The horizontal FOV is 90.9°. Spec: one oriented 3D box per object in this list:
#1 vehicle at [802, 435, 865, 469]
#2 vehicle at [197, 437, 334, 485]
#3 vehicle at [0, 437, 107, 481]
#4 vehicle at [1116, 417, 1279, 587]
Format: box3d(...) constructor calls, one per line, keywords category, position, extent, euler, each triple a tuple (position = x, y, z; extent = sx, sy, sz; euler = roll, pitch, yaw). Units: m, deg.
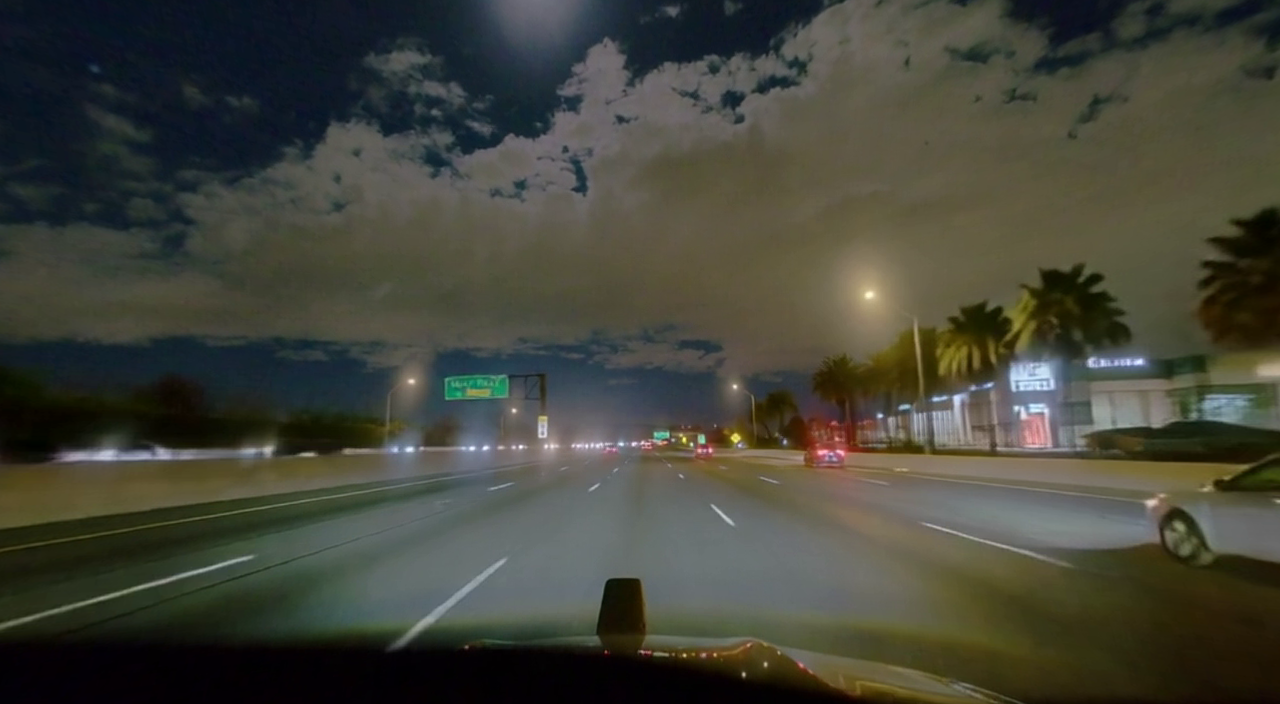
box3d(category="vehicle", position=(11.264, 5.862, 37.073), extent=(2.168, 1.861, 4.678), euler=(0, -8, -1))
box3d(category="vehicle", position=(-12.750, 3.730, 21.876), extent=(1.860, 1.467, 4.559), euler=(0, -8, 2))
box3d(category="vehicle", position=(-22.426, 3.845, 22.942), extent=(1.905, 1.475, 4.731), euler=(0, -8, 1))
box3d(category="vehicle", position=(6.904, 1.315, 5.363), extent=(2.071, 1.543, 4.702), euler=(0, -8, 1))
